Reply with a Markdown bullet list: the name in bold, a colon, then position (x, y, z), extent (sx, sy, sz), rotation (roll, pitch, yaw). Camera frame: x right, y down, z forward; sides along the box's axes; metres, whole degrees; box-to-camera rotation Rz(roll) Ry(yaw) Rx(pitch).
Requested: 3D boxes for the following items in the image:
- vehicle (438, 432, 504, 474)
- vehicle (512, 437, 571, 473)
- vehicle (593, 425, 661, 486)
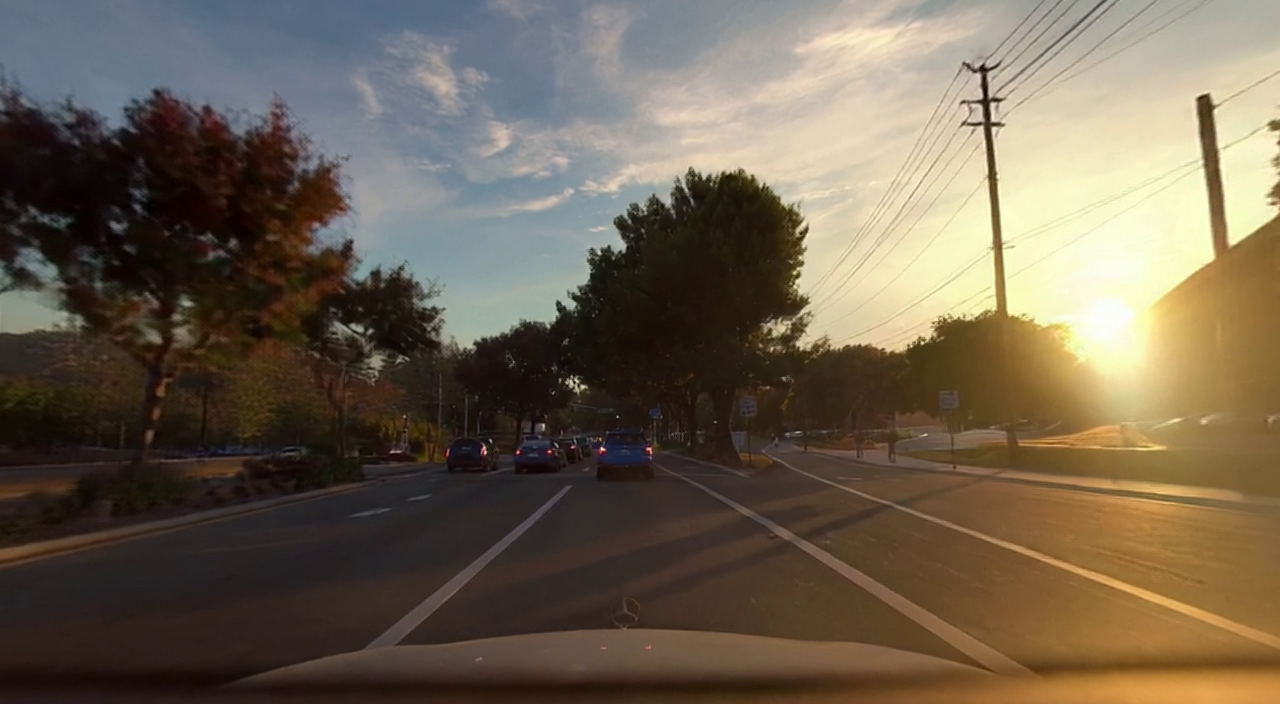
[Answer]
- **vehicle**: position (-7.196, 4.334, 27.282), extent (1.860, 1.634, 4.089), rotation (0, -8, -2)
- **vehicle**: position (-4.348, 4.628, 28.610), extent (2.087, 1.485, 4.452), rotation (0, -8, -2)
- **vehicle**: position (-0.445, 3.320, 20.545), extent (2.012, 1.769, 3.897), rotation (0, -8, -2)
